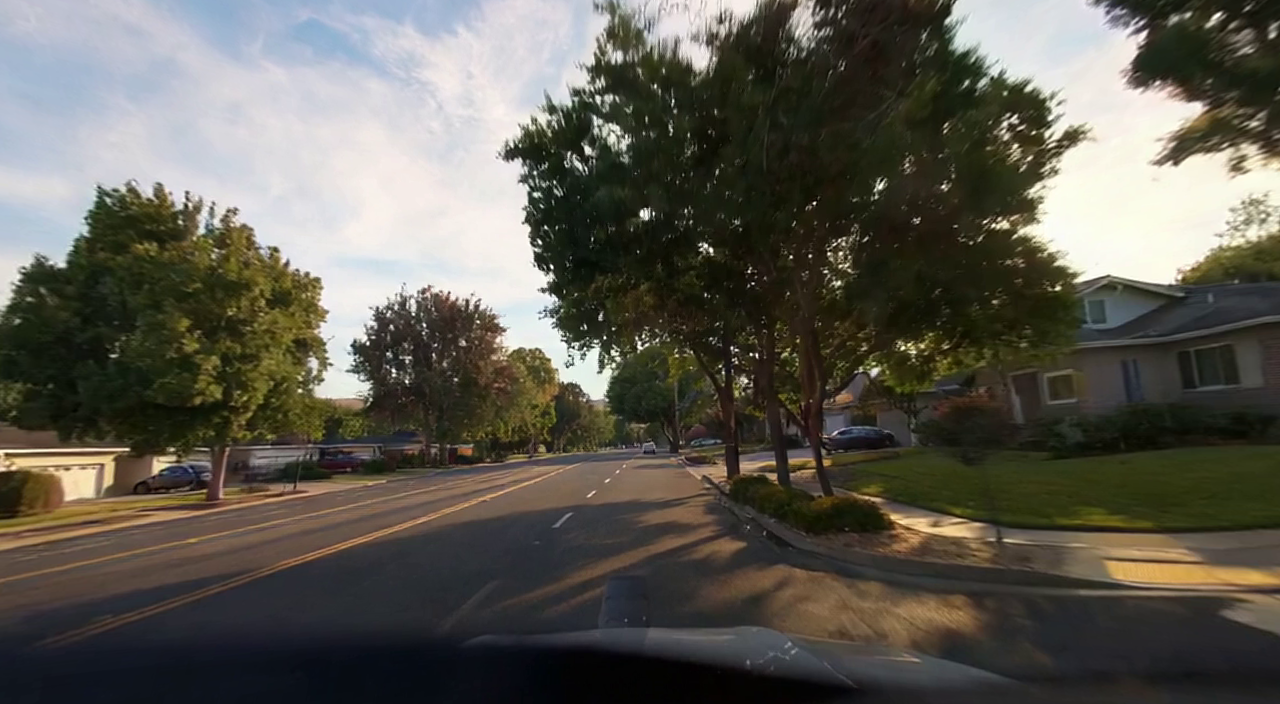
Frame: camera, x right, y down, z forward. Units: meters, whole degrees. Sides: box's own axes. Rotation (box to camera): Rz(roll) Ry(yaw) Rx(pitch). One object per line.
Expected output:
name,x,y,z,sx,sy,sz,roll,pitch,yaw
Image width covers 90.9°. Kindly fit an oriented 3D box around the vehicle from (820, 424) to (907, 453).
vehicle,11.847,4.629,33.616,3.992,1.486,1.727,0,-9,1
